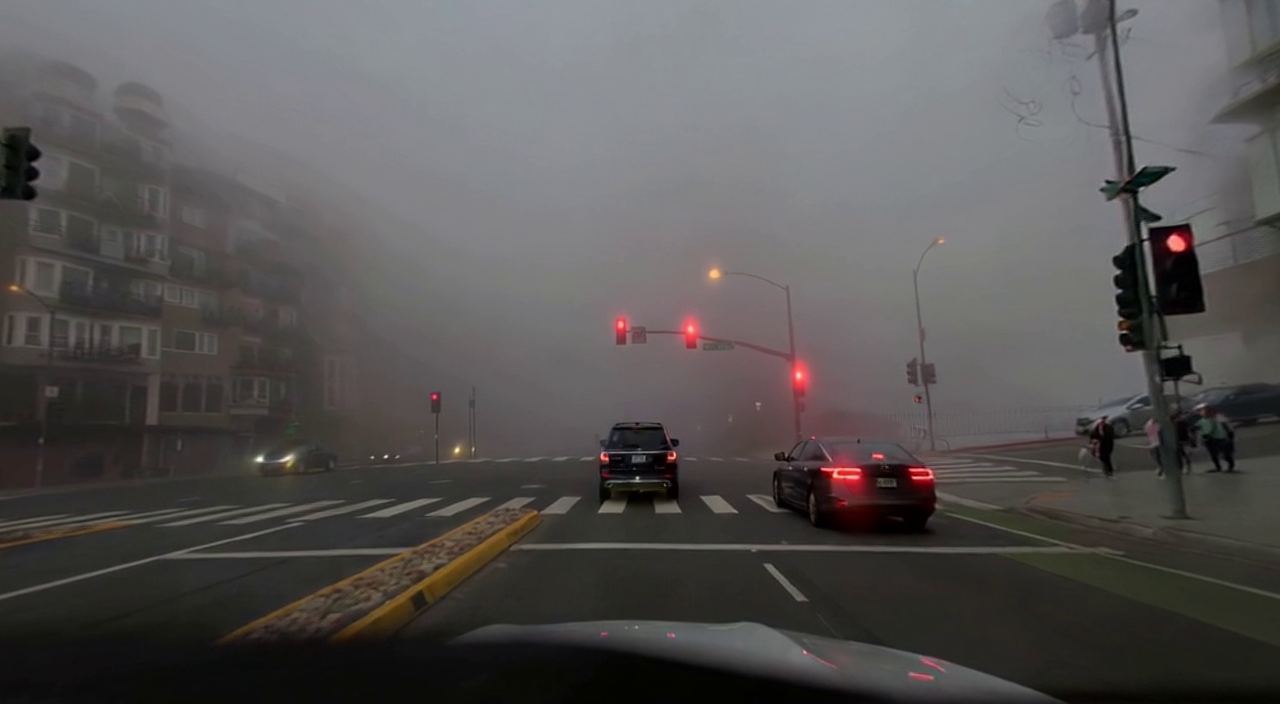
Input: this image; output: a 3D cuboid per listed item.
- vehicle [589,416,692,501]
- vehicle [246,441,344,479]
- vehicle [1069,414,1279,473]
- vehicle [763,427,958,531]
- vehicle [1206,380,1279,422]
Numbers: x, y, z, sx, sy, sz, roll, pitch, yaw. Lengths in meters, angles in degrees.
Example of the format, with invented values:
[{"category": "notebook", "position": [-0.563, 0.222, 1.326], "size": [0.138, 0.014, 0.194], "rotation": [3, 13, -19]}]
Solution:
[{"category": "vehicle", "position": [0.071, 2.570, 15.475], "size": [2.168, 1.776, 4.135], "rotation": [0, -9, 2]}, {"category": "vehicle", "position": [-16.816, 5.261, 31.150], "size": [2.132, 1.710, 4.504], "rotation": [0, -9, 2]}, {"category": "vehicle", "position": [14.231, 2.419, 16.715], "size": [4.354, 1.466, 1.863], "rotation": [0, -9, 1]}, {"category": "vehicle", "position": [3.745, 2.242, 11.745], "size": [1.987, 1.538, 4.510], "rotation": [0, -9, 0]}, {"category": "vehicle", "position": [26.630, 2.064, 26.327], "size": [4.287, 1.639, 1.729], "rotation": [0, -9, 1]}]
